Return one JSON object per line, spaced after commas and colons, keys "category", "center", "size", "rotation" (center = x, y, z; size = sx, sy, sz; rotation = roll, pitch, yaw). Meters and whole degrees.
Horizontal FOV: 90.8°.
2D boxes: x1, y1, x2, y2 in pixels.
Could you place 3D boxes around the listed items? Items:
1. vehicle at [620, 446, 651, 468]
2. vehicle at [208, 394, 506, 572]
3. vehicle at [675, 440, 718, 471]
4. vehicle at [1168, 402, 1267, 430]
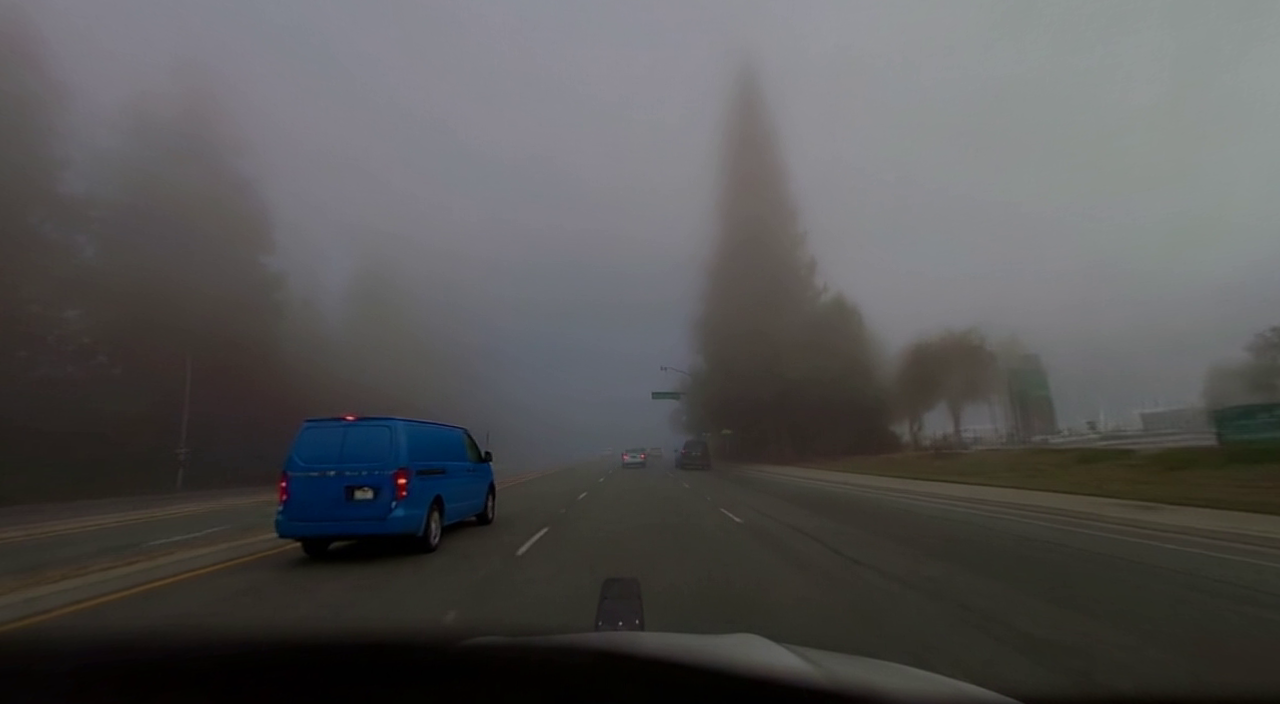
{"category": "vehicle", "center": [-0.343, 7.265, 43.802], "size": [2.039, 1.455, 3.826], "rotation": [0, -9, -2]}
{"category": "vehicle", "center": [-3.486, 1.732, 9.091], "size": [2.075, 1.863, 4.744], "rotation": [0, -9, 0]}
{"category": "vehicle", "center": [3.434, 6.412, 39.360], "size": [2.181, 1.781, 4.257], "rotation": [0, -9, -2]}
{"category": "vehicle", "center": [44.058, 4.961, 48.426], "size": [2.456, 1.814, 5.503], "rotation": [-1, -9, 2]}
